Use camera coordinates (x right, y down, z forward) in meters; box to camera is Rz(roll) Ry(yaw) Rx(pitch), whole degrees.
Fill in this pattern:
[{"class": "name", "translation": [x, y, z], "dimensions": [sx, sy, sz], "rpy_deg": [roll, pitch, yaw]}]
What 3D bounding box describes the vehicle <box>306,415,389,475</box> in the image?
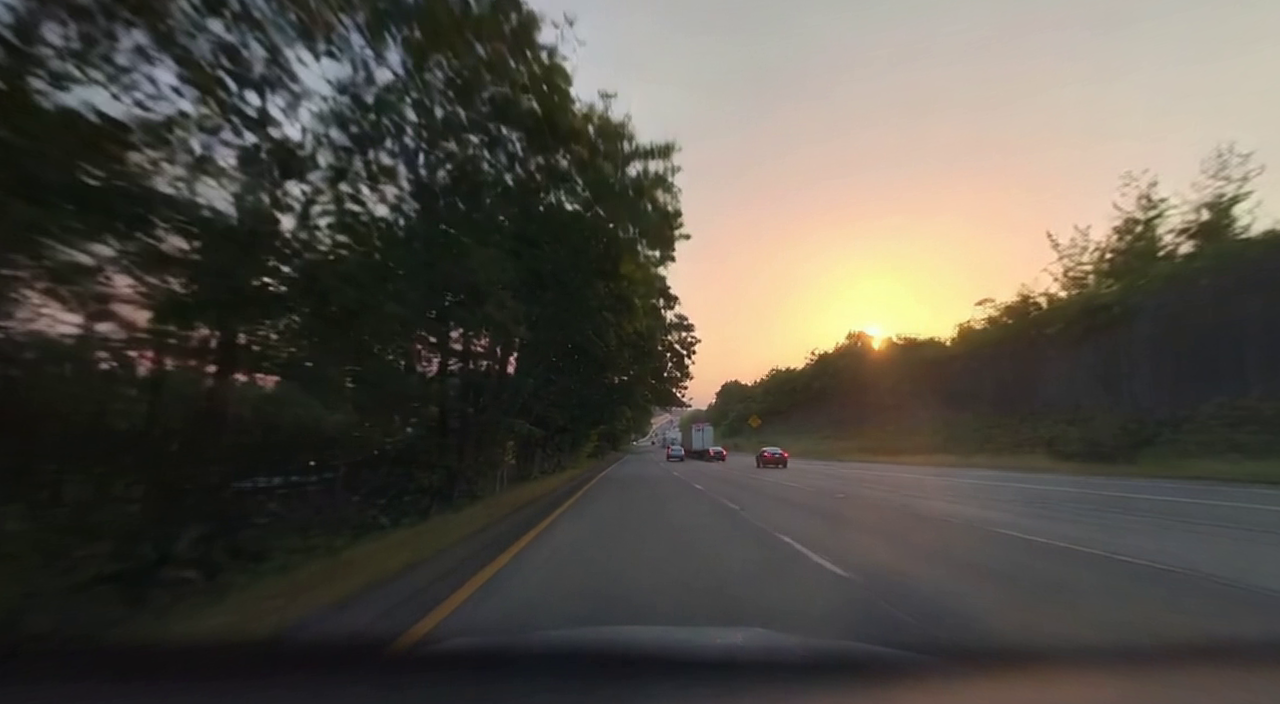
[{"class": "vehicle", "translation": [-20.495, 6.561, 44.325], "dimensions": [2.925, 3.917, 5.946], "rpy_deg": [0, -9, -1]}]
